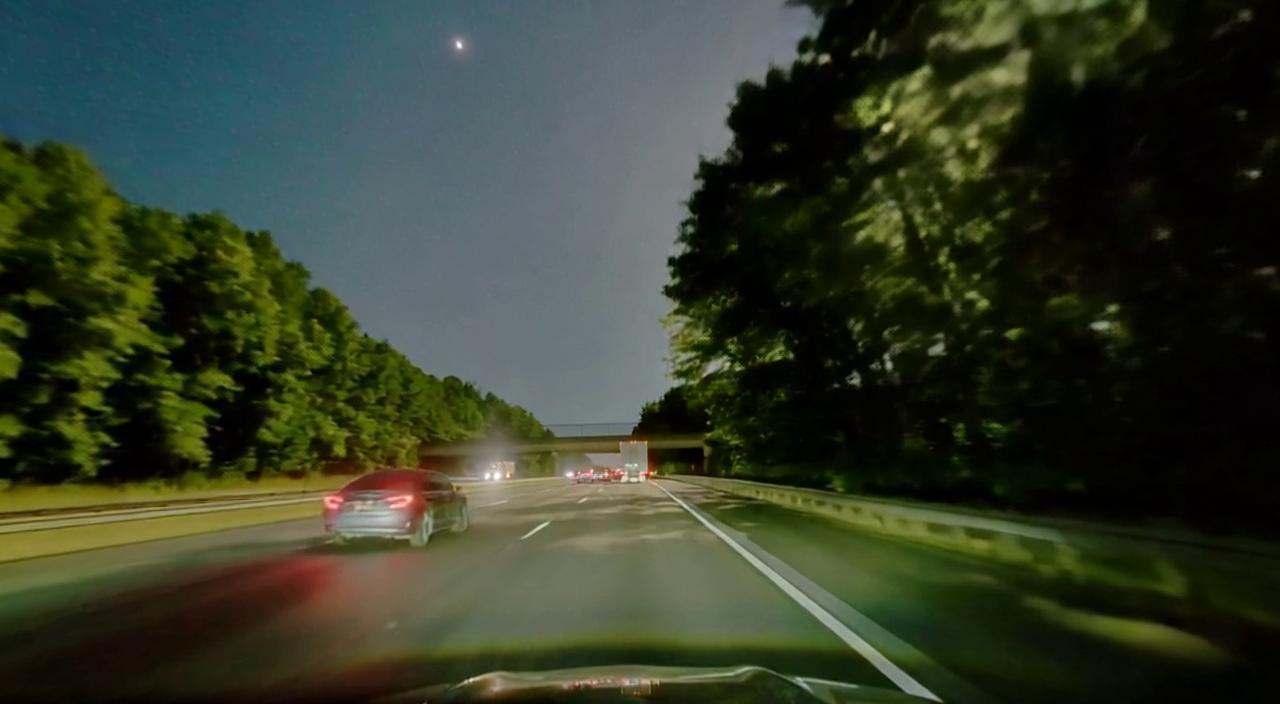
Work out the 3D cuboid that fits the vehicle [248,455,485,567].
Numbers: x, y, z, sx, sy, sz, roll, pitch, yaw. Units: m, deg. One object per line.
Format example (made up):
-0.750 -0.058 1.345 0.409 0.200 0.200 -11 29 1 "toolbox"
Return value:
-4.292 2.599 10.966 1.950 1.460 4.812 1 -10 0 "vehicle"
